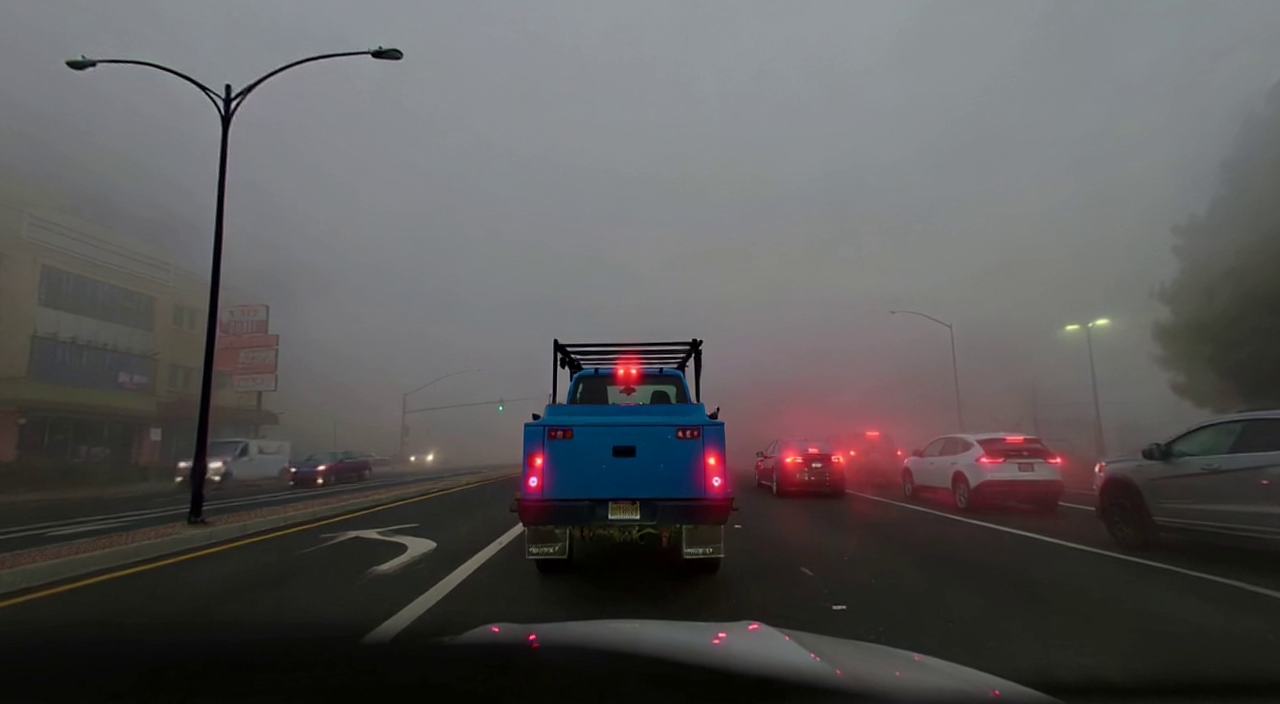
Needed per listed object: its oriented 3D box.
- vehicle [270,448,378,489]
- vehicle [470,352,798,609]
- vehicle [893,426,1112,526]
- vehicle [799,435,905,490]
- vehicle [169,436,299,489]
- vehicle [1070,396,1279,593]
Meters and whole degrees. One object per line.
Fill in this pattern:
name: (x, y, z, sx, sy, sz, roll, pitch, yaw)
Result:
vehicle: (-12.504, 4.602, 25.367, 1.983, 1.449, 4.501, 0, -9, 0)
vehicle: (-0.101, 1.470, 8.143, 2.682, 2.117, 5.706, 0, -9, -1)
vehicle: (7.060, 2.439, 12.978, 1.931, 1.692, 4.267, 0, -9, 0)
vehicle: (7.067, 3.731, 21.606, 1.953, 1.665, 4.327, 0, -9, -2)
vehicle: (-19.139, 5.220, 30.207, 2.700, 2.296, 5.270, 0, -9, -1)
vehicle: (6.818, 1.357, 6.174, 2.023, 1.771, 4.488, 0, -9, 0)
